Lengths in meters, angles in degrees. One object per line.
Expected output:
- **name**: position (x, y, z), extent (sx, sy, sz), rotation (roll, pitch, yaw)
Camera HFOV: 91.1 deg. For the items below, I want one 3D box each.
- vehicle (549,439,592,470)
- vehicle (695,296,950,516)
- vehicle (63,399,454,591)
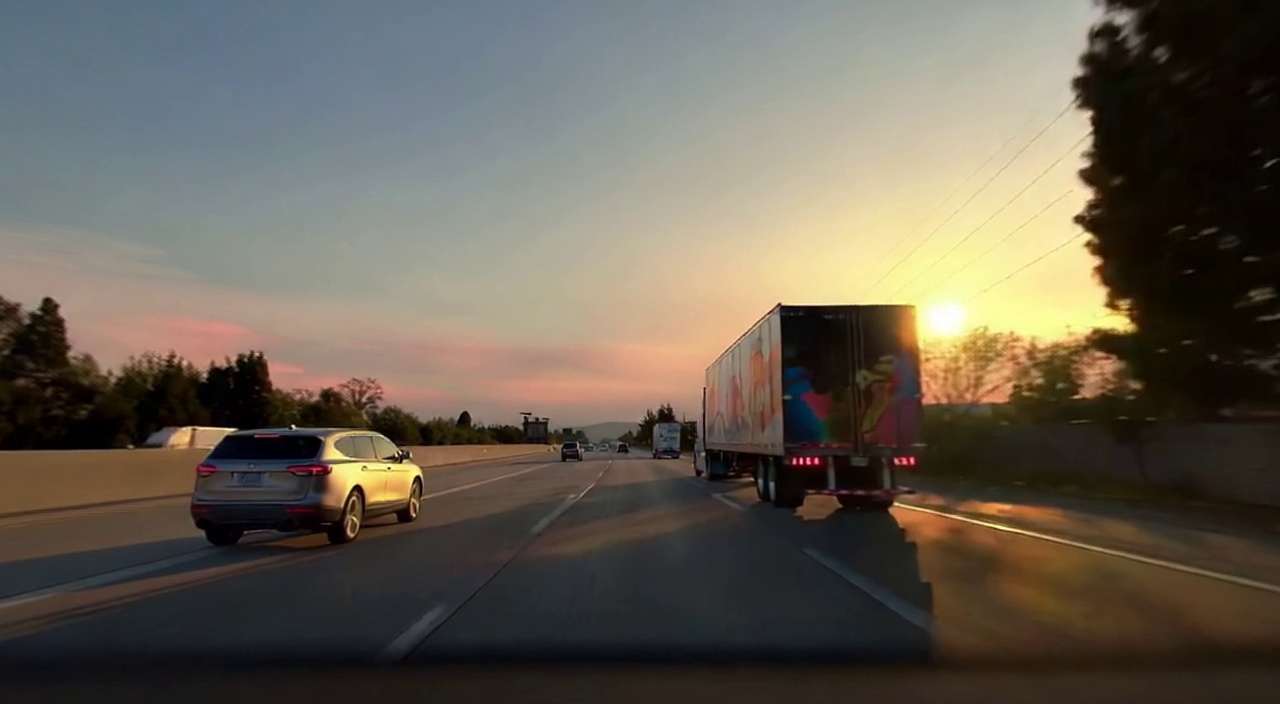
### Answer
- **vehicle**: position (-4.141, 6.213, 38.308), extent (2.139, 1.716, 4.530), rotation (0, -9, -1)
- **vehicle**: position (3.885, 1.983, 18.370), extent (2.933, 4.016, 13.949), rotation (0, -9, -1)
- **vehicle**: position (-4.240, 1.682, 8.228), extent (2.202, 1.760, 4.617), rotation (0, -9, 0)
